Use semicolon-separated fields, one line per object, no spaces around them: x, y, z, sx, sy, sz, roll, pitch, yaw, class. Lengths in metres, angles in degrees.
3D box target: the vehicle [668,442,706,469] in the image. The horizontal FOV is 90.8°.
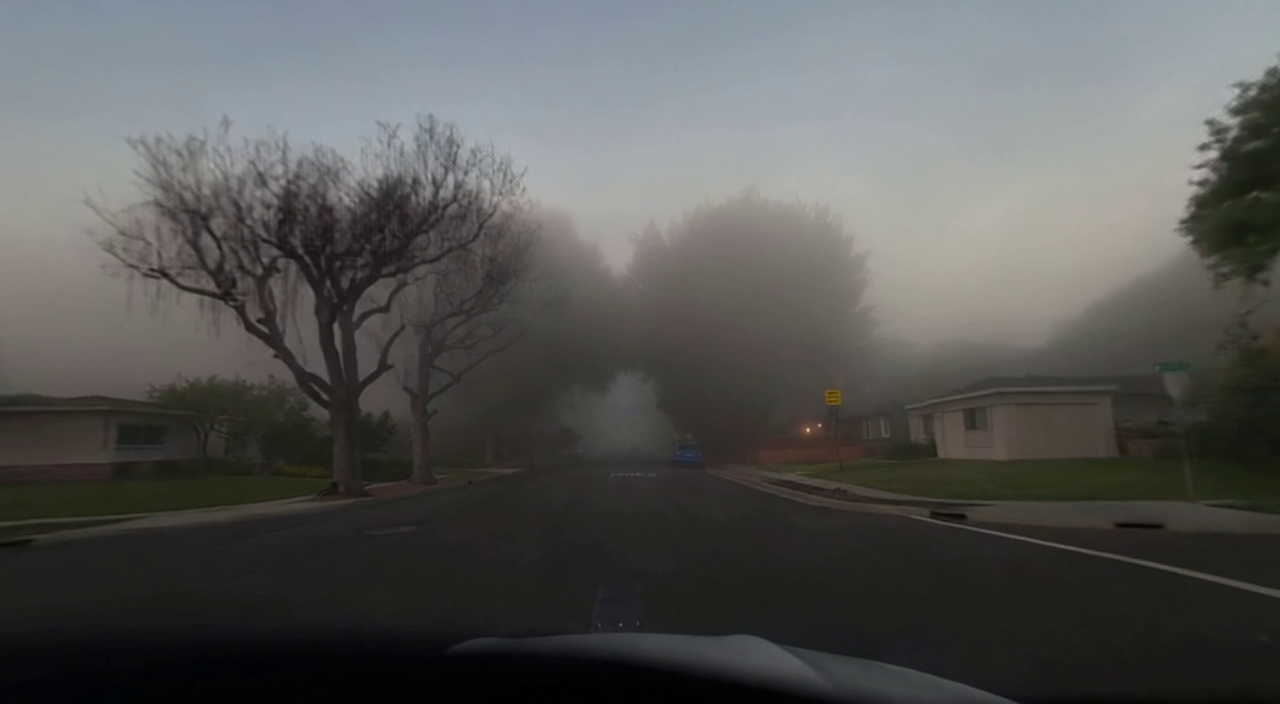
3.012;6.727;41.081;2.114;1.633;4.042;0;-9;0;vehicle
